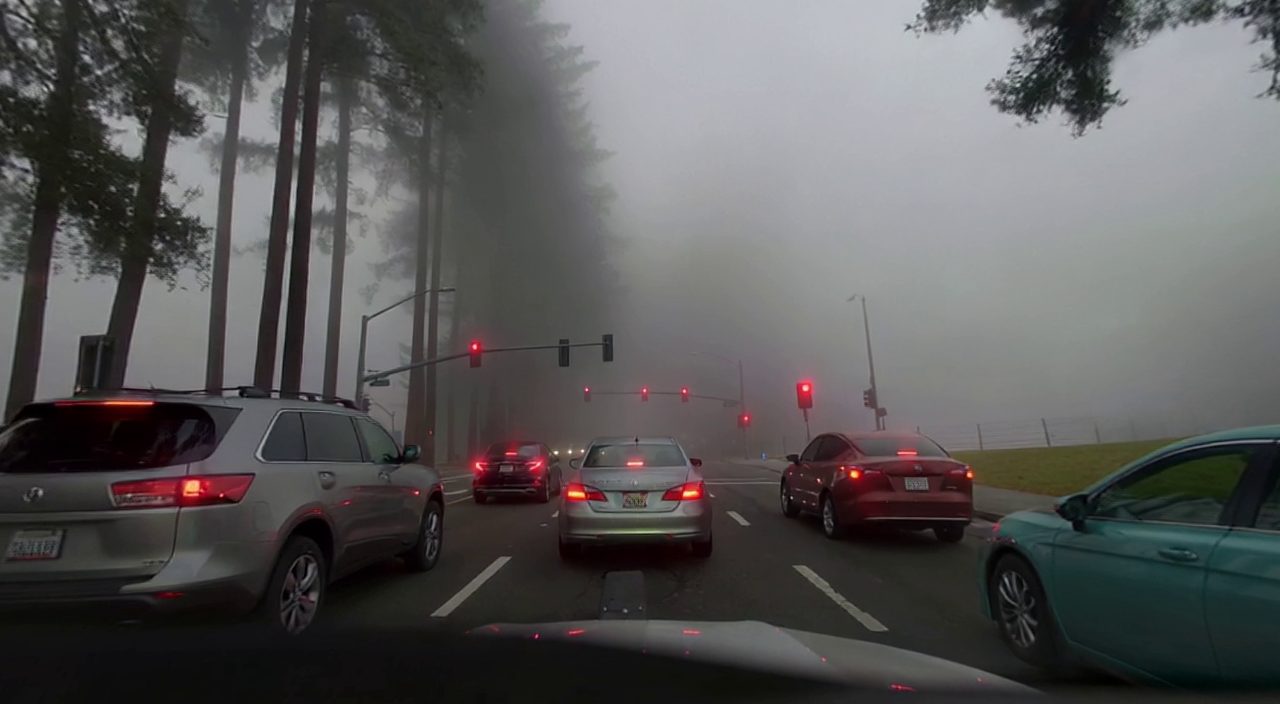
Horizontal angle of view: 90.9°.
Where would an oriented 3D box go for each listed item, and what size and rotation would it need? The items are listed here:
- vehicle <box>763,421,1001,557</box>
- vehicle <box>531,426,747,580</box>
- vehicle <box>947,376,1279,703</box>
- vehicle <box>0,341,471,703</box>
[{"bbox_3d":[3.418,2.014,10.018,2.040,1.647,4.379,0,-9,0],"label":"vehicle"},{"bbox_3d":[-0.038,1.801,8.325,2.147,1.507,3.953,0,-8,-1],"label":"vehicle"},{"bbox_3d":[3.323,0.961,2.828,1.899,1.588,3.888,0,-9,0],"label":"vehicle"},{"bbox_3d":[-3.145,1.165,5.073,2.168,1.750,4.625,-1,-9,1],"label":"vehicle"}]
